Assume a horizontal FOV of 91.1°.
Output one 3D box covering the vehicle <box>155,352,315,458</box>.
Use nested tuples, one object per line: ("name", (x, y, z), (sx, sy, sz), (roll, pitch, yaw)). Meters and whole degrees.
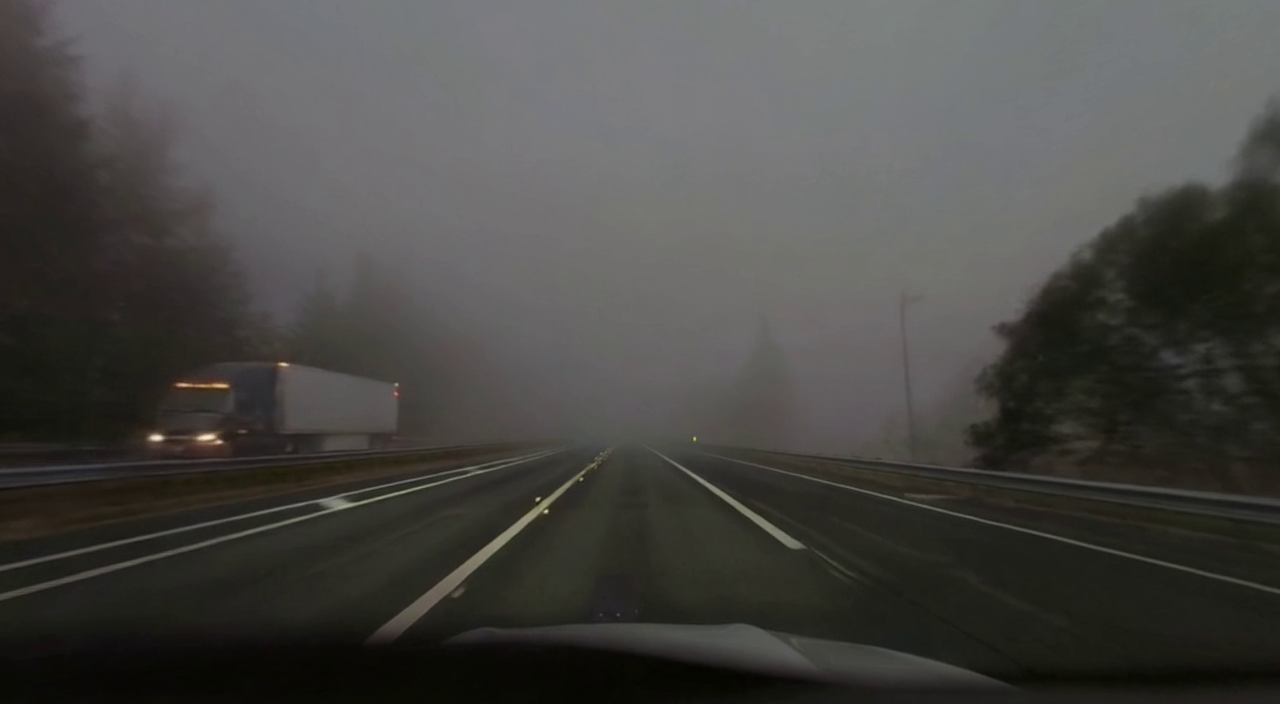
("vehicle", (-16.668, 2.340, 26.454), (2.945, 3.994, 5.608), (0, -7, -2))
